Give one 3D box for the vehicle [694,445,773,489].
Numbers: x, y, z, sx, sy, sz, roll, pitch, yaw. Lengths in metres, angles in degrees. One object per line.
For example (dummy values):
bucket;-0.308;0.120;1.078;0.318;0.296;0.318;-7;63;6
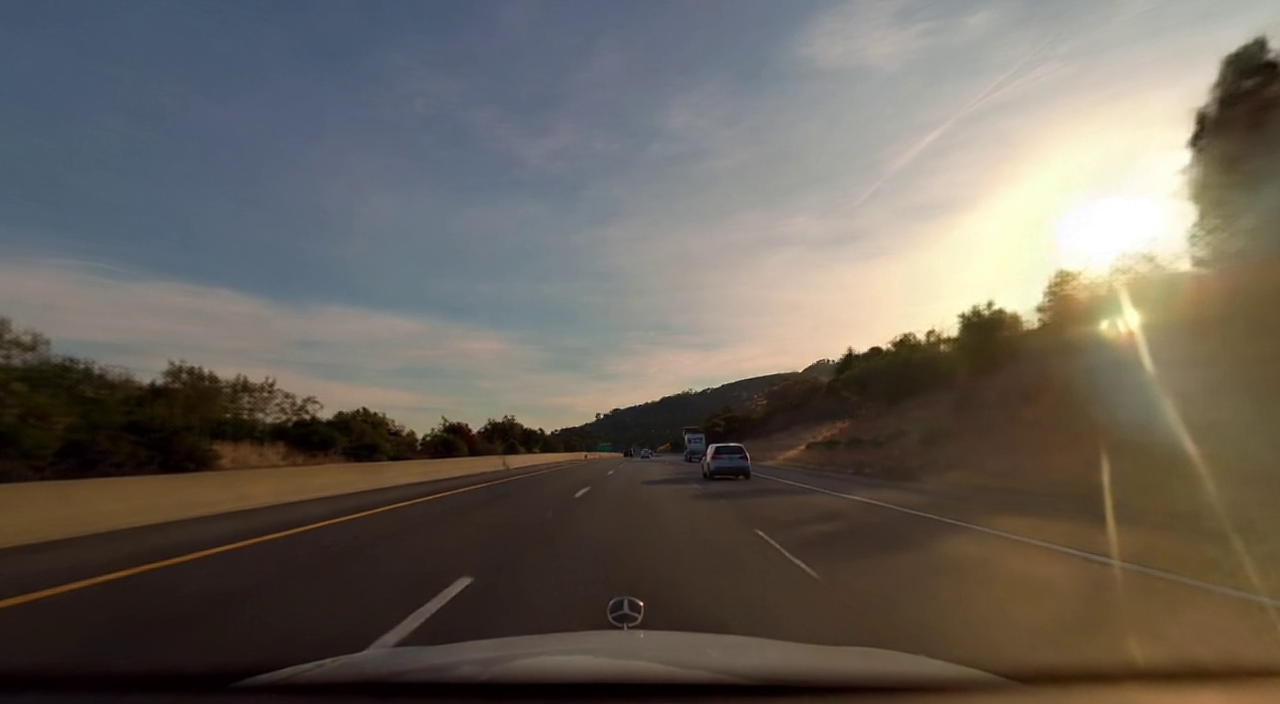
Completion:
vehicle;3.382;4.229;23.692;2.193;1.462;4.533;0;-8;-1
